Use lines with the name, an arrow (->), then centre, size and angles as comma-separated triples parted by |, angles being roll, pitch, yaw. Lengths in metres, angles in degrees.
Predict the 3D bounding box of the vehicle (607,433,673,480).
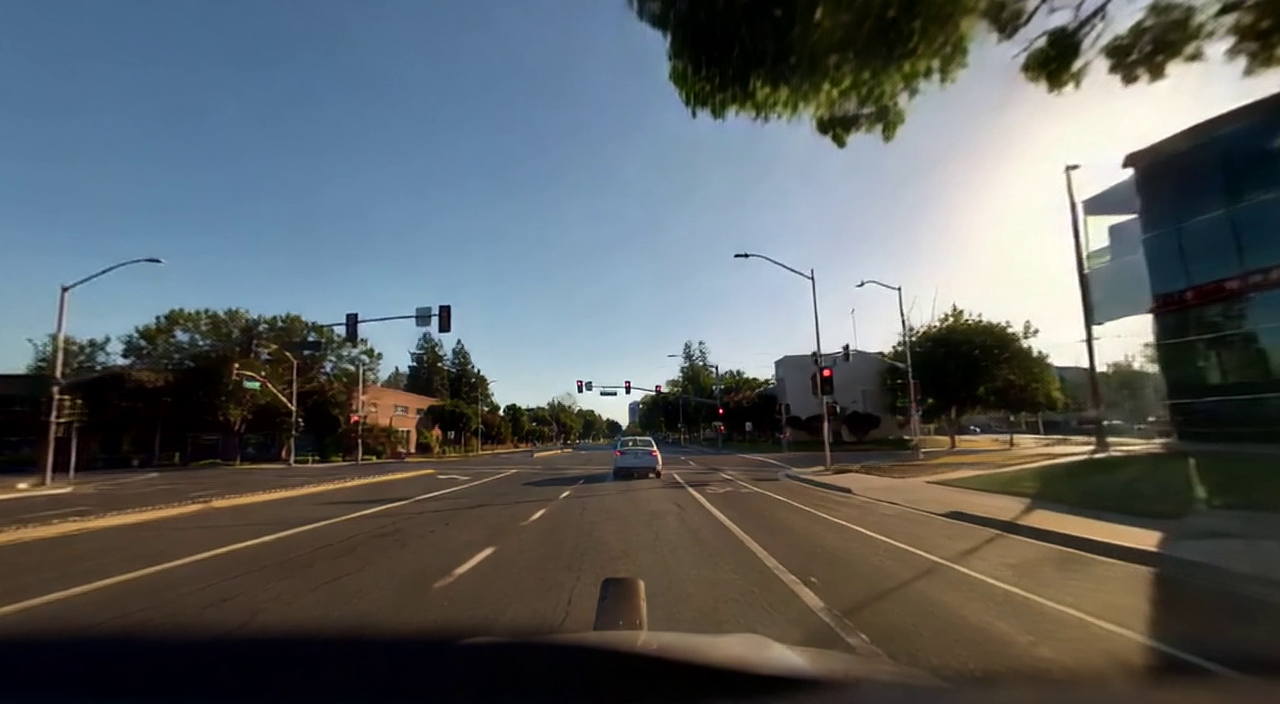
vehicle -> -0.050, 3.644, 22.246 | 2.107, 1.470, 3.974 | 0, -9, -1
